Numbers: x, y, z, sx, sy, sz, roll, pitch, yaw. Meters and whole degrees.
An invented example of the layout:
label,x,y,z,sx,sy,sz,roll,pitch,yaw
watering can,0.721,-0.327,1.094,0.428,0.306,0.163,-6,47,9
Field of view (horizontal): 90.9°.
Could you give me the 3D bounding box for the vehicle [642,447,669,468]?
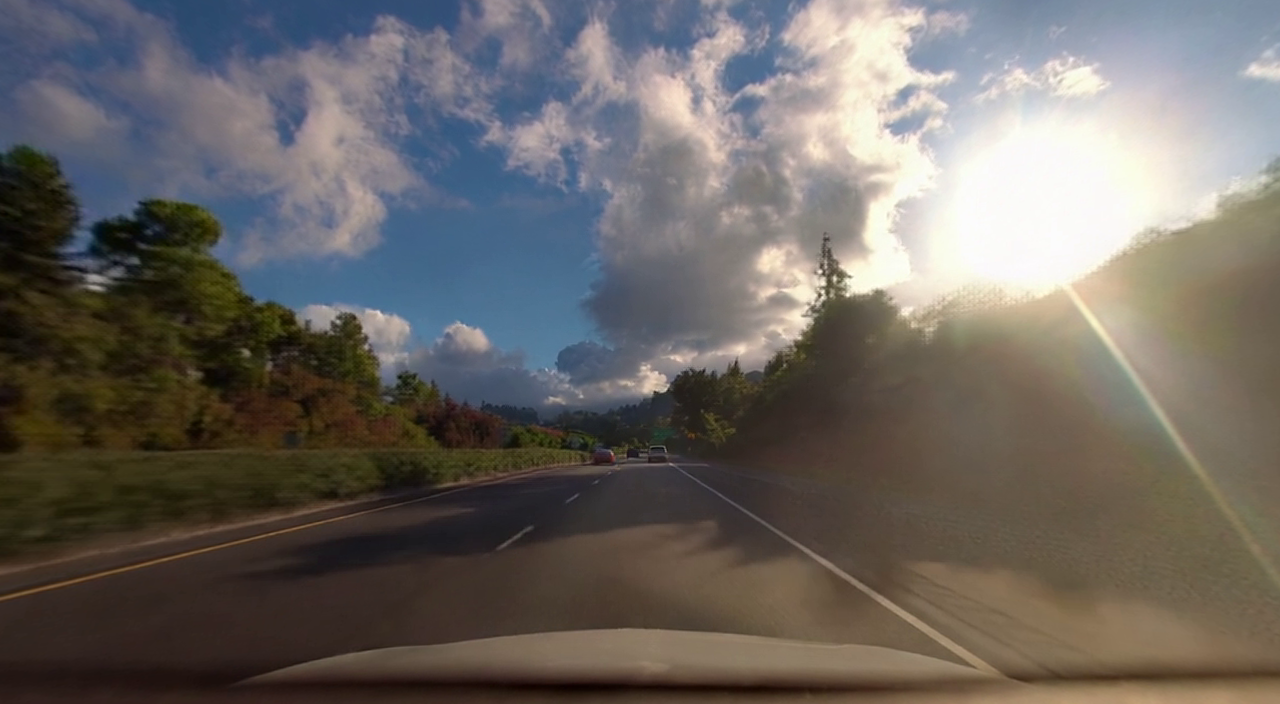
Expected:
label,x,y,z,sx,sy,sz,roll,pitch,yaw
vehicle,1.165,7.866,47.248,1.934,1.488,3.832,0,-9,0
